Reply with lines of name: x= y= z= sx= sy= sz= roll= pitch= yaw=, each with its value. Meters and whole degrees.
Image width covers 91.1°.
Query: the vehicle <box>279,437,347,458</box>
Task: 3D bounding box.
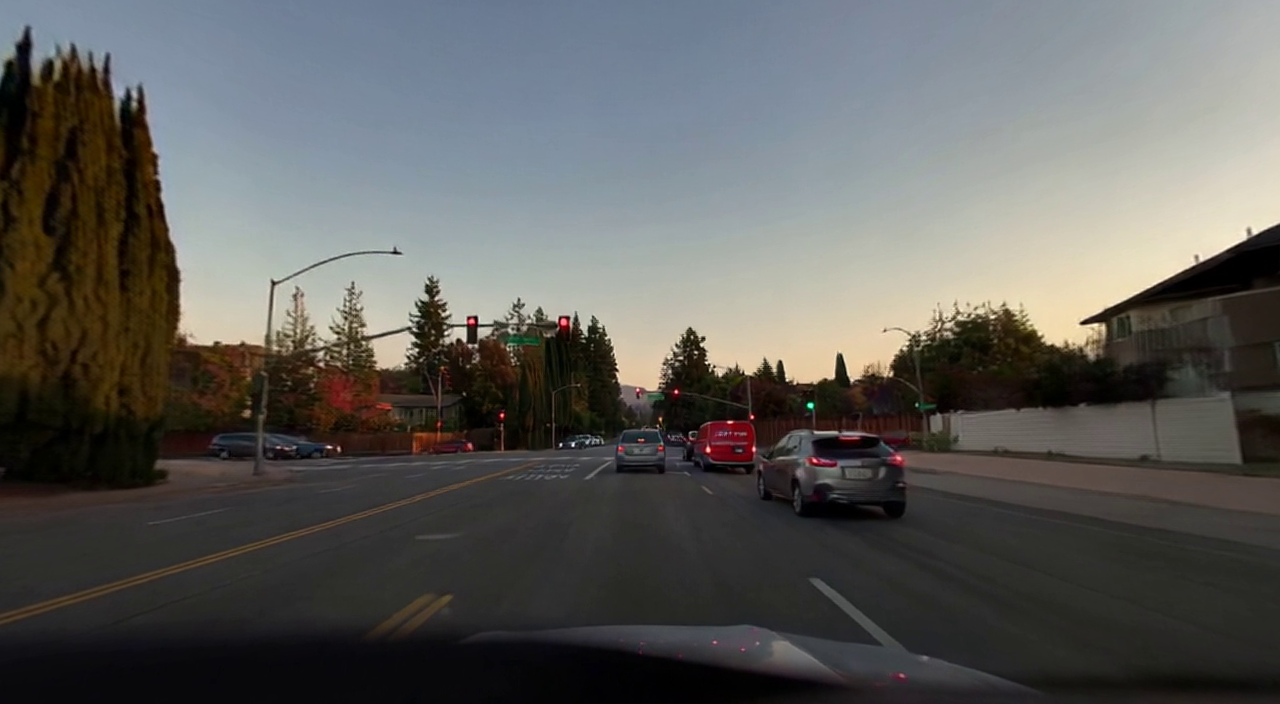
vehicle: x=-24.931 y=7.294 z=47.939 sx=4.073 sy=1.603 sz=1.920 roll=1 pitch=-9 yaw=-8

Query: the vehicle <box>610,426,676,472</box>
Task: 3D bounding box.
vehicle: x=0.157 y=3.745 z=24.345 sx=2.321 sy=1.624 sz=4.367 roll=0 pitch=-9 yaw=1

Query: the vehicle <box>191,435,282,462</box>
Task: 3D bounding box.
vehicle: x=-28.035 y=6.709 z=43.741 sx=4.757 sy=1.841 sz=2.121 roll=1 pitch=-9 yaw=-7

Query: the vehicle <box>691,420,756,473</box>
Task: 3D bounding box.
vehicle: x=3.250 y=3.796 z=25.298 sx=2.059 sy=1.924 sz=4.257 roll=0 pitch=-9 yaw=0

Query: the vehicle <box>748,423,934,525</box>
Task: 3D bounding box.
vehicle: x=3.414 y=2.178 z=11.745 sx=1.934 sy=1.506 sz=4.544 roll=0 pitch=-9 yaw=-1
